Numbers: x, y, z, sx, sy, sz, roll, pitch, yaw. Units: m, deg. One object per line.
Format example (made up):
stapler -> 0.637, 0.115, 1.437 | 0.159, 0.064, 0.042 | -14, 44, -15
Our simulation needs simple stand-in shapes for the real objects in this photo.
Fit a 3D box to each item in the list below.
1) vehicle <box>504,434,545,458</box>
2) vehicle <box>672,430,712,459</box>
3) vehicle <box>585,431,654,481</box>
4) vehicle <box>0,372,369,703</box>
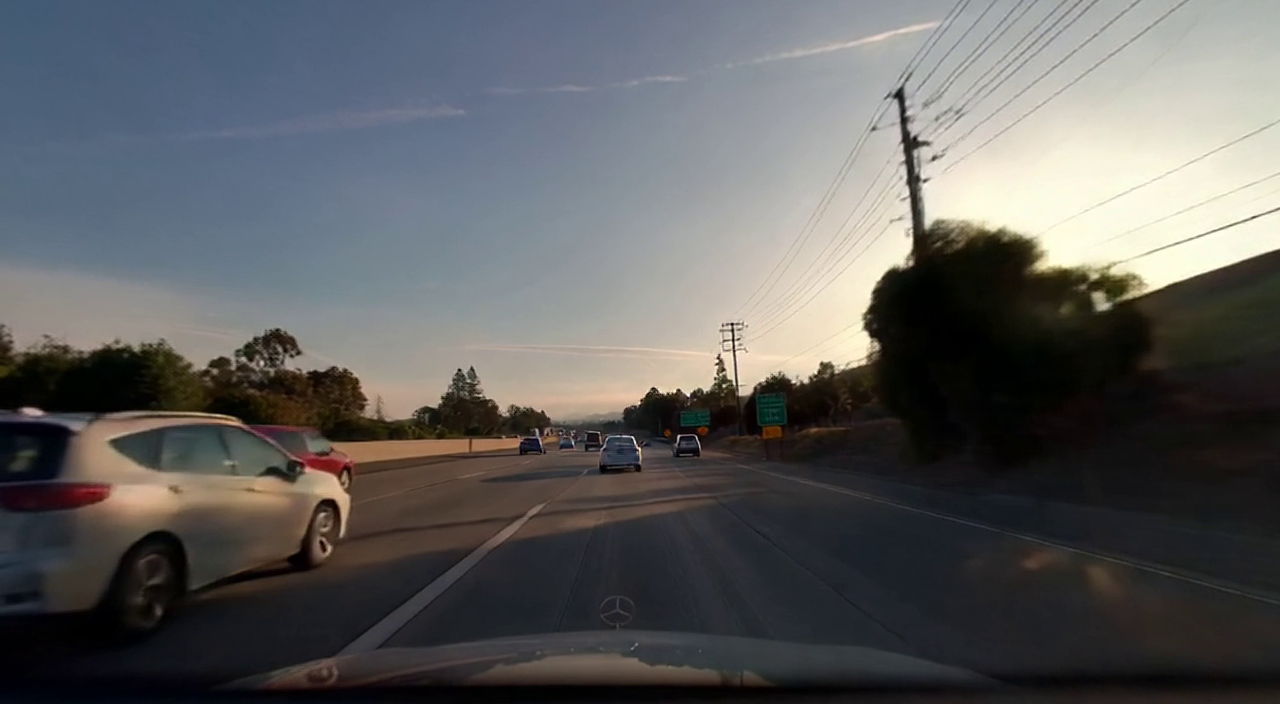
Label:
vehicle -> -7.708, 6.295, 42.448 | 1.992, 1.494, 4.133 | 0, -8, 0
vehicle -> 3.143, 5.711, 39.032 | 1.950, 1.695, 4.446 | 0, -8, -2
vehicle -> -0.639, 3.351, 20.676 | 2.086, 1.488, 3.440 | 0, -8, -1
vehicle -> -3.893, 1.113, 4.499 | 1.901, 1.601, 4.610 | 0, -8, -1
